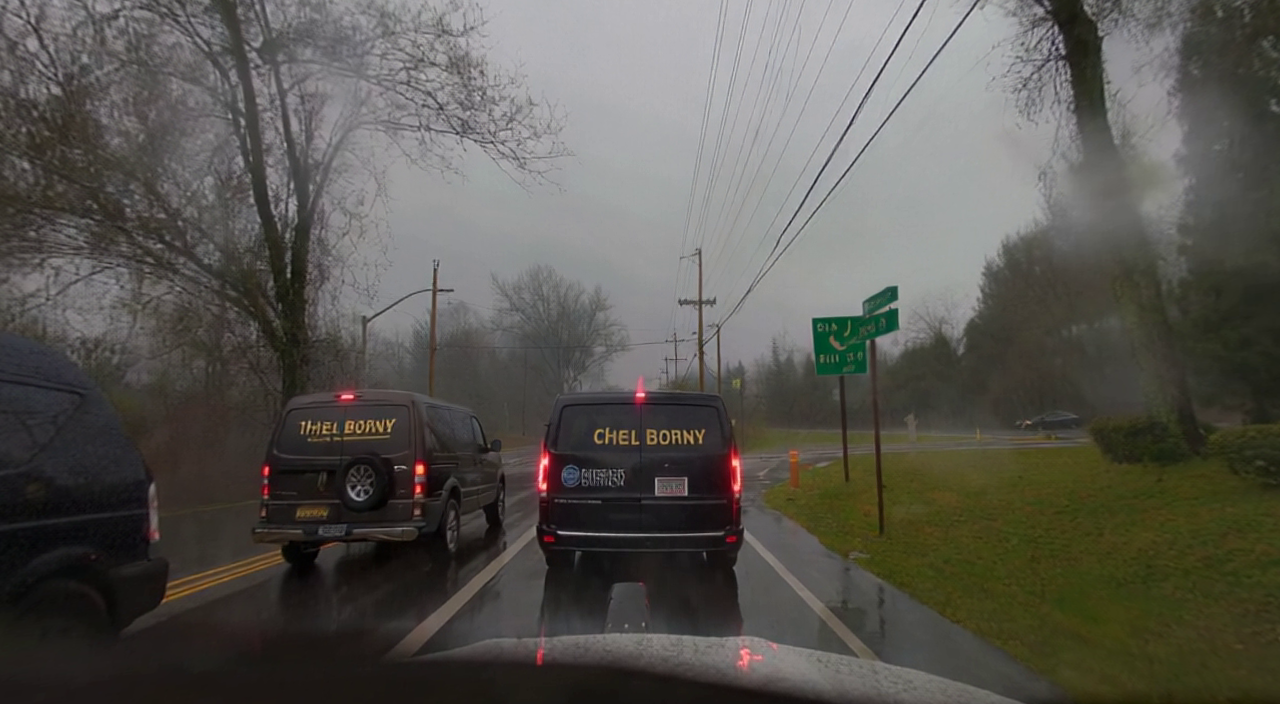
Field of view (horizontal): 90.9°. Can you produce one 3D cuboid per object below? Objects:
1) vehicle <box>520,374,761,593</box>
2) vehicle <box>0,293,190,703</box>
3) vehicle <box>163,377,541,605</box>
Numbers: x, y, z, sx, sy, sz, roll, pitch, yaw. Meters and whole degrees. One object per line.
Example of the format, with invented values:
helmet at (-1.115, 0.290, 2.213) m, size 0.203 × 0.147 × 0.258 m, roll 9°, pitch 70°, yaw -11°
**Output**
vehicle at (0.109, 1.462, 7.693) m, size 2.117 × 1.911 × 4.095 m, roll -1°, pitch -8°, yaw 3°
vehicle at (-3.150, 0.466, 0.244) m, size 2.160 × 1.796 × 4.997 m, roll 0°, pitch -8°, yaw 1°
vehicle at (-2.755, 1.483, 7.620) m, size 2.109 × 1.851 × 4.749 m, roll -1°, pitch -8°, yaw 3°
